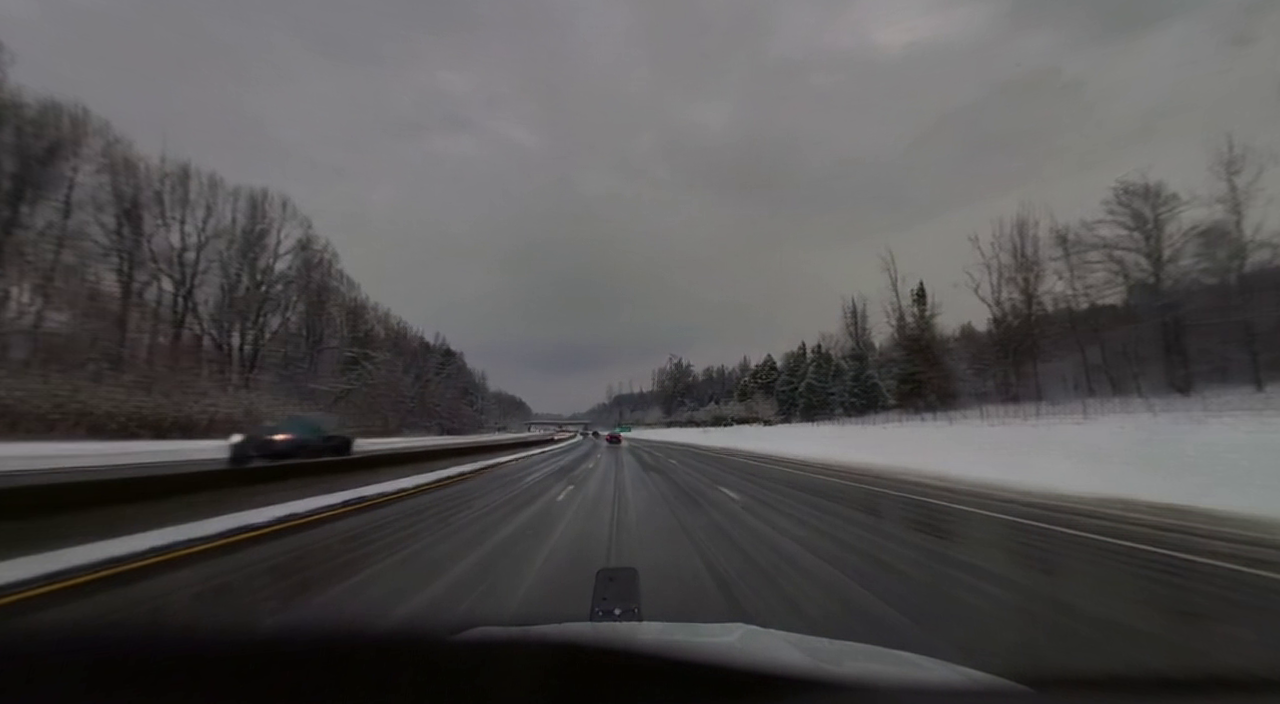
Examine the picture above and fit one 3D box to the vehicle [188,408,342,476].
[{"bbox_3d":[-12.274,3.001,21.144,2.091,1.984,5.226,0,-8,-2],"label":"vehicle"}]
